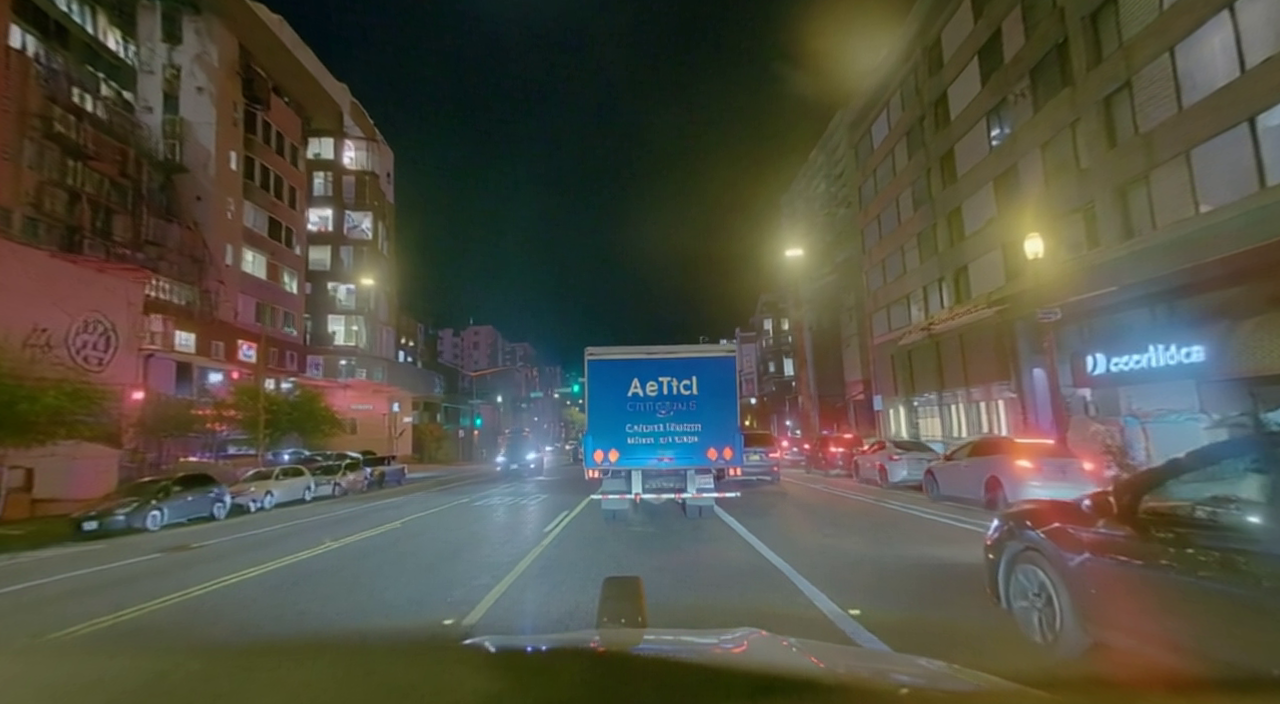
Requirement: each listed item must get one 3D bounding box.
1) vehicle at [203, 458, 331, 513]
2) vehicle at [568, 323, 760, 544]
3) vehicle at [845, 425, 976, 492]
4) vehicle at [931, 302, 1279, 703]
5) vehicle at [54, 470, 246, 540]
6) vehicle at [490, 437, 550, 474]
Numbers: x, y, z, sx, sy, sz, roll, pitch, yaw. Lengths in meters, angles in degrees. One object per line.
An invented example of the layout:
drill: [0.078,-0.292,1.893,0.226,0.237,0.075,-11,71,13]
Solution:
vehicle: [-13.365,4.759,22.881,1.943,1.682,4.365,0,-8,0]
vehicle: [0.216,1.500,11.446,2.517,2.926,6.177,0,-8,-2]
vehicle: [7.587,3.029,18.164,1.946,1.680,4.270,0,-8,1]
vehicle: [3.393,0.789,2.754,2.104,1.786,4.498,0,-8,1]
vehicle: [-13.479,4.188,17.711,1.901,1.508,4.405,0,-8,-1]
vehicle: [-5.958,5.211,31.687,2.046,1.711,4.320,0,-8,1]
